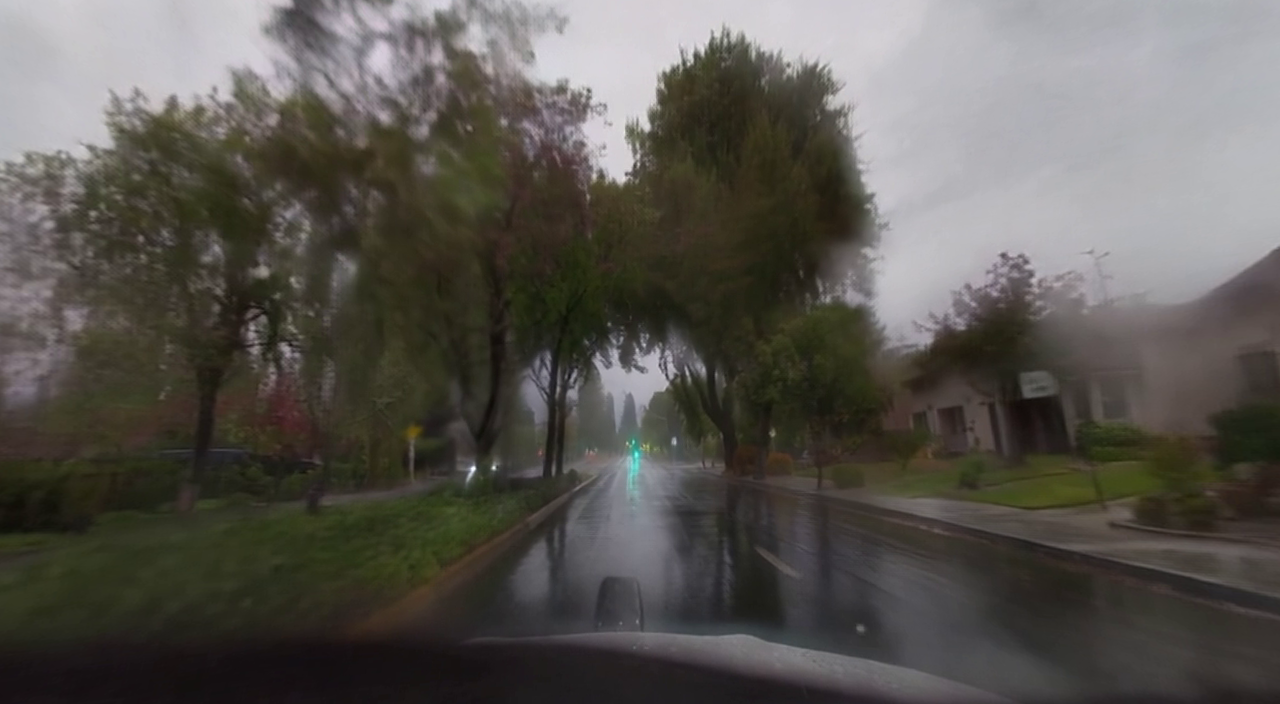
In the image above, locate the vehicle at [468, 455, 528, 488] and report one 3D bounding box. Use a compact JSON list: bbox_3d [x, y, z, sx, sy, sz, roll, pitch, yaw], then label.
[{"bbox_3d":[-7.222,6.092,32.566,2.006,1.501,4.789,0,-9,0],"label":"vehicle"}]
